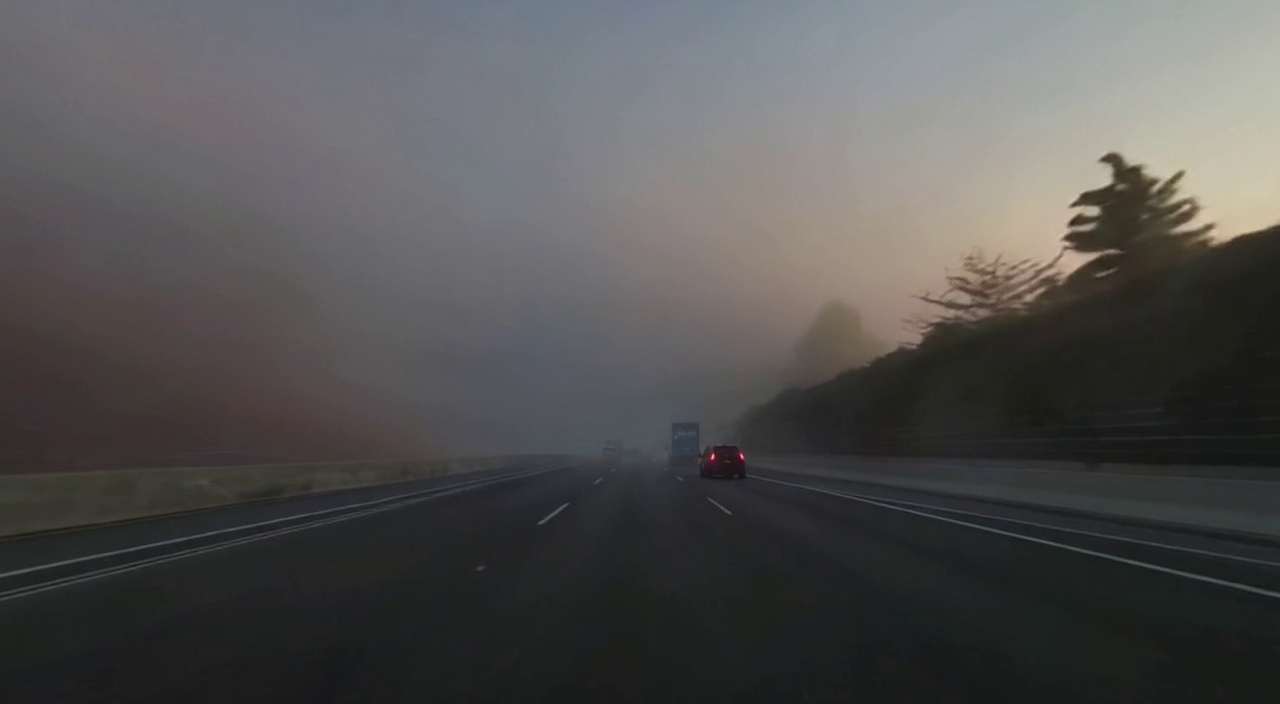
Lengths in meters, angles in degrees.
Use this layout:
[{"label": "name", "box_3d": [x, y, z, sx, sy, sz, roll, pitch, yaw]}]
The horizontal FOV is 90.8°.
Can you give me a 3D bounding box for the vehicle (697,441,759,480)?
[{"label": "vehicle", "box_3d": [3.900, 4.891, 28.669, 2.066, 1.638, 4.158, 0, -9, -2]}]
